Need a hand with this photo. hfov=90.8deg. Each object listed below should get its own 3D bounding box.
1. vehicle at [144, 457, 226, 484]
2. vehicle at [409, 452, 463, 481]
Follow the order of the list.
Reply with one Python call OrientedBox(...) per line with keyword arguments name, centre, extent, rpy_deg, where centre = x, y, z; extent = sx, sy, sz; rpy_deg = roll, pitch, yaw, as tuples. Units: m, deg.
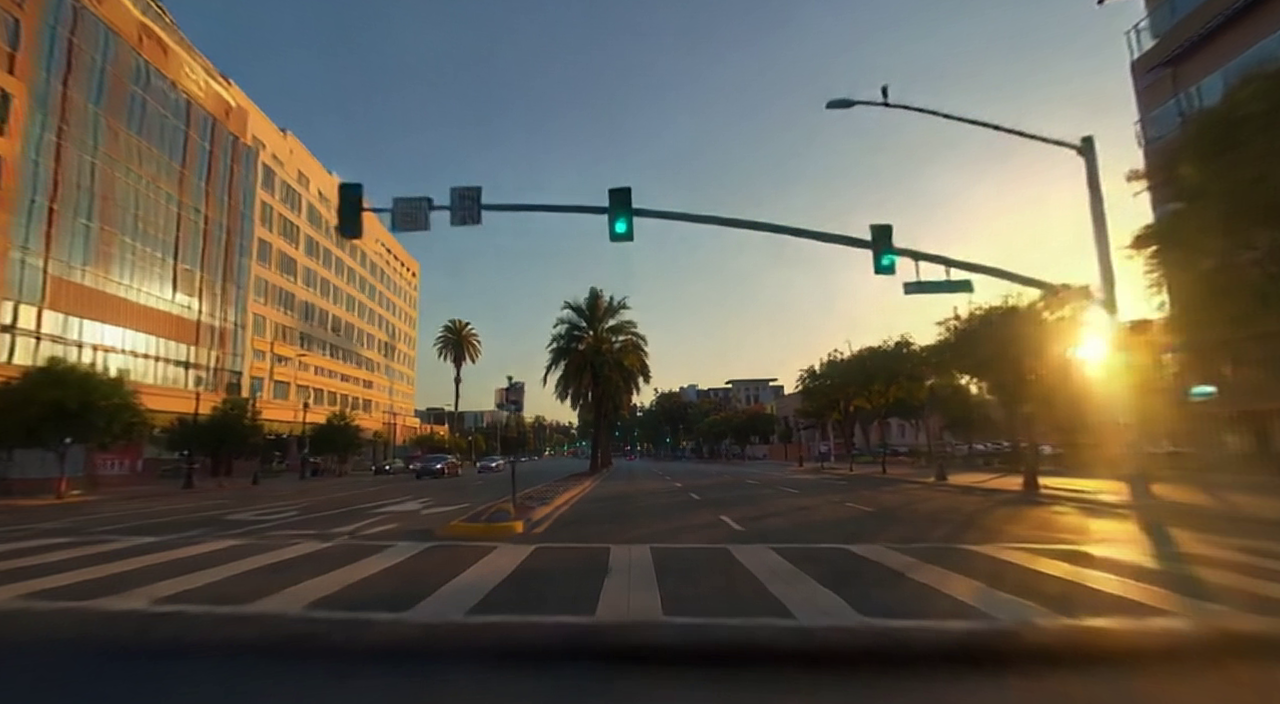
OrientedBox(name="vehicle", centre=(-32.246, 8.399, 44.848), extent=(4.245, 1.642, 2.013), rpy_deg=(-2, -9, -3))
OrientedBox(name="vehicle", centre=(-13.022, 7.310, 40.606), extent=(1.923, 1.641, 4.551), rpy_deg=(0, -8, 0))
